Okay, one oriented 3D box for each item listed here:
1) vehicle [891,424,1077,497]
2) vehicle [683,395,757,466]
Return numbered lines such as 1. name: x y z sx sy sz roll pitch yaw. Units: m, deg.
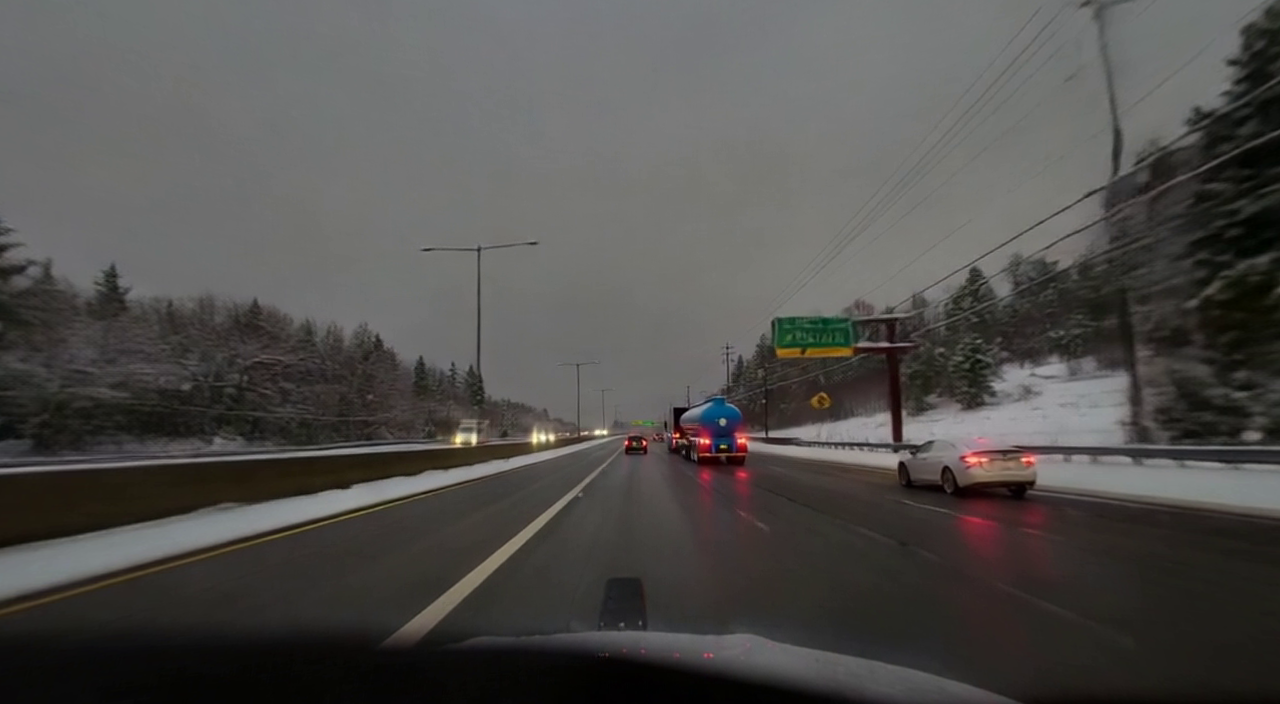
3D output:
1. vehicle: 7.949 2.551 15.219 1.905 1.480 4.624 0 -8 0
2. vehicle: 3.863 4.121 32.485 2.791 3.179 8.074 -1 -8 0
